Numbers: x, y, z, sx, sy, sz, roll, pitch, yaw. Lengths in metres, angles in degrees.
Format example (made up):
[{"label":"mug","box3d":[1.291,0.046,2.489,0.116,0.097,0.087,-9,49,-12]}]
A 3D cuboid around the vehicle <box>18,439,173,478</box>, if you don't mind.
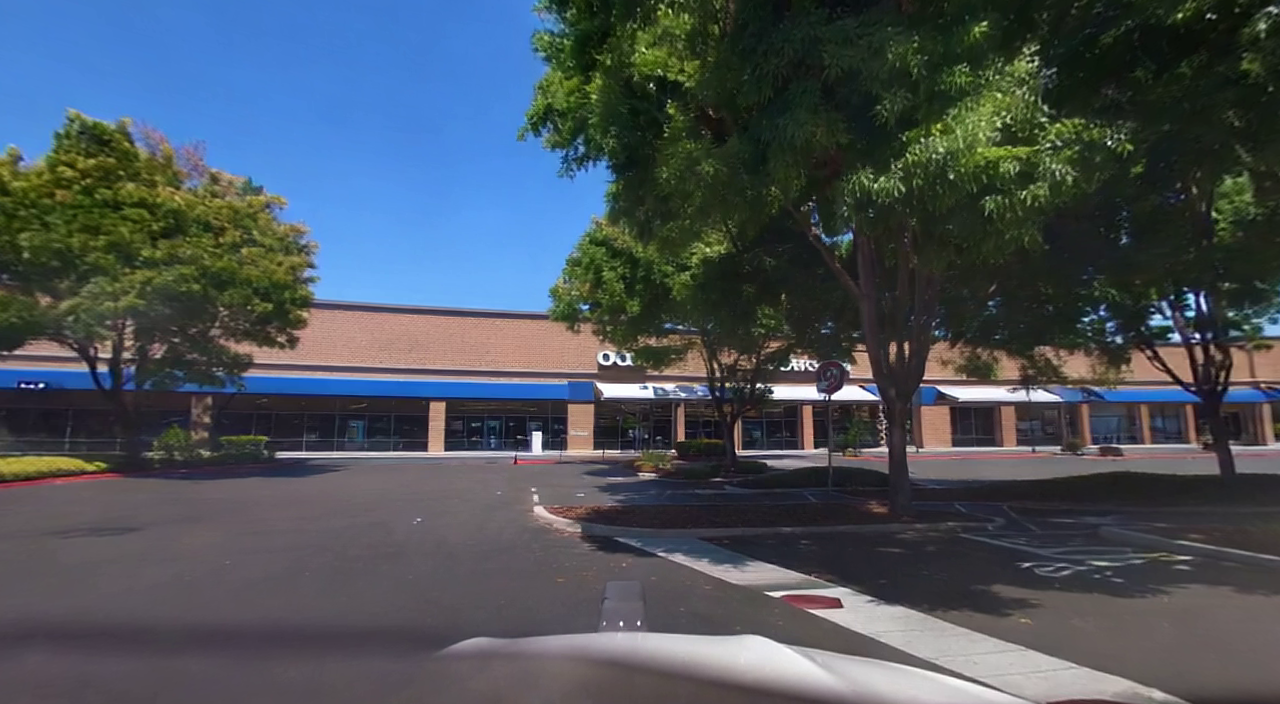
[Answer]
[{"label":"vehicle","box3d":[-21.354,4.195,24.957,4.240,1.427,1.714,1,-9,-10]}]
